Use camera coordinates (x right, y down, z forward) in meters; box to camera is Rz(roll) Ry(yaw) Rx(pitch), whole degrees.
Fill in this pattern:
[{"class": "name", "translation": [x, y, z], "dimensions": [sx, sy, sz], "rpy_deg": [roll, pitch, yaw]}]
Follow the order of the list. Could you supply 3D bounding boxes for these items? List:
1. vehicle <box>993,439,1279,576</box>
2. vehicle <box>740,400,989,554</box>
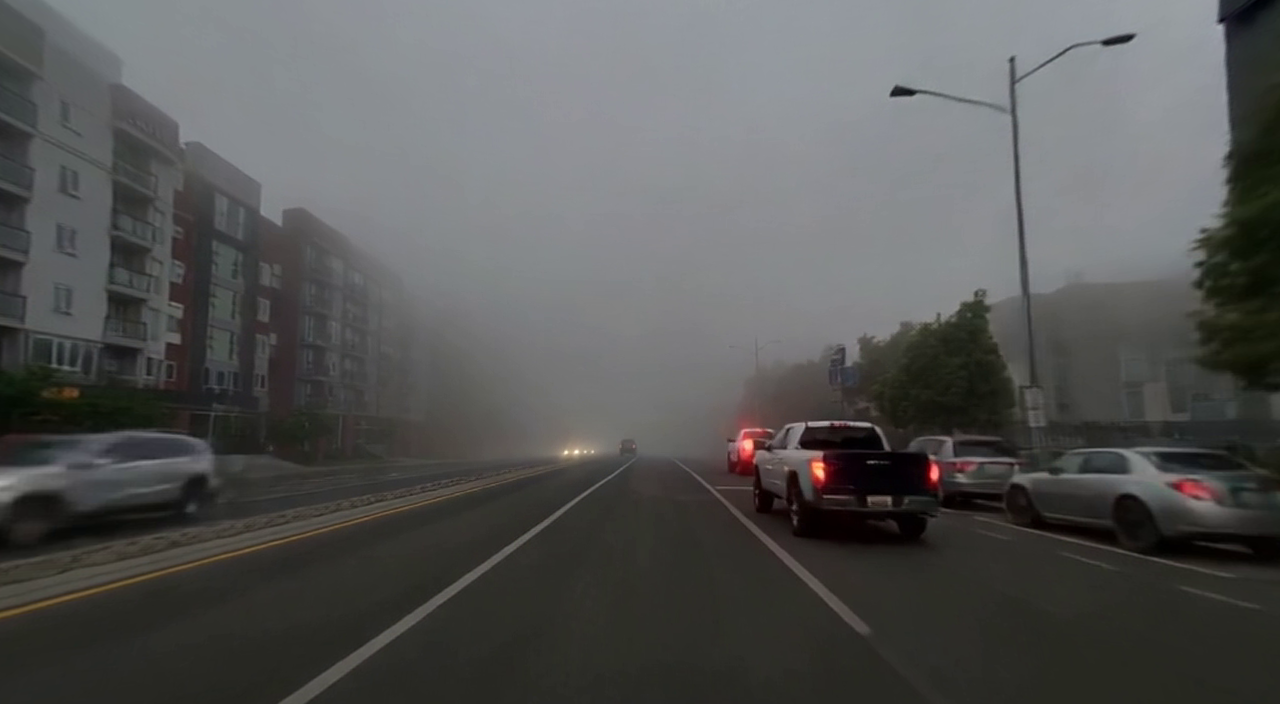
[{"class": "vehicle", "translation": [7.154, 1.998, 9.006], "dimensions": [1.795, 1.459, 4.333], "rpy_deg": [0, -8, 1]}, {"class": "vehicle", "translation": [3.013, 1.829, 9.971], "dimensions": [2.130, 1.787, 5.126], "rpy_deg": [0, -8, 1]}]
